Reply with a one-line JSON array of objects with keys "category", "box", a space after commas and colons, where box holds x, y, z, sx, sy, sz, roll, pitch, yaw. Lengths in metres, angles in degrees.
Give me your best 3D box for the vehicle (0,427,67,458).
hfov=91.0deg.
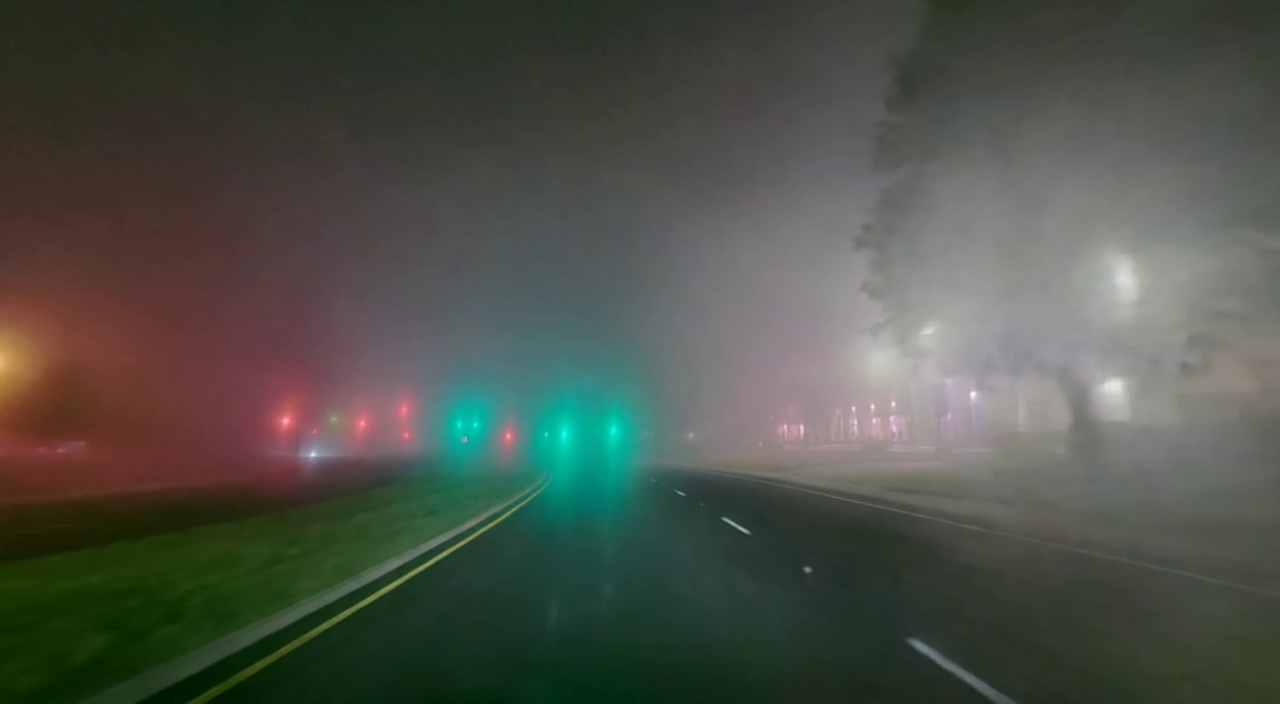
[{"category": "vehicle", "box": [-31.680, 4.497, 31.155, 4.499, 1.476, 1.927, 1, -9, -7]}]
